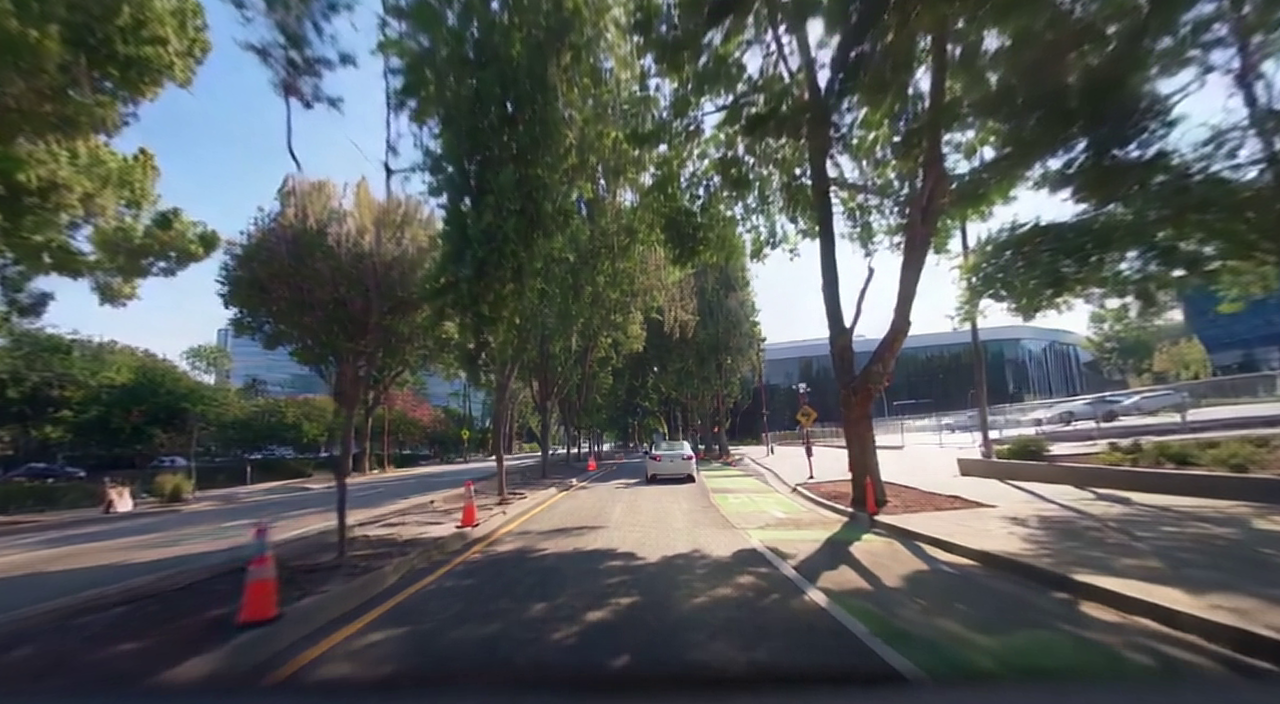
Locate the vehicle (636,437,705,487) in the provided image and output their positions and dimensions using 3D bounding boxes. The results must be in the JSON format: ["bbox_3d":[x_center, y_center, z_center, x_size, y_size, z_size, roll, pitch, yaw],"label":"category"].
[{"bbox_3d":[1.021,3.719,21.698,2.114,1.493,4.430,0,-8,2],"label":"vehicle"}]
